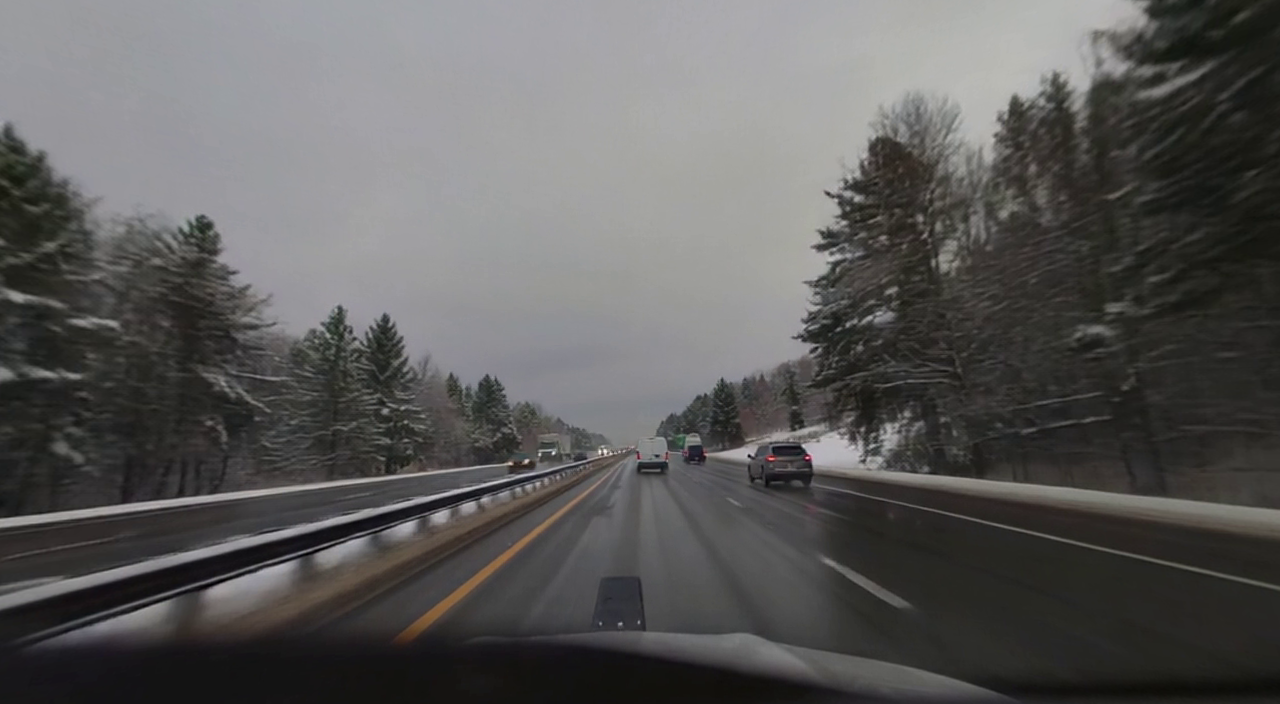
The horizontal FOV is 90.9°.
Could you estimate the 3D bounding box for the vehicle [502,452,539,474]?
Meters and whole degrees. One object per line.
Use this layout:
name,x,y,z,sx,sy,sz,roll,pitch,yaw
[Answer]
vehicle,-8.552,7.962,45.389,1.884,1.486,3.974,0,-9,1

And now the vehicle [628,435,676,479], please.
vehicle,0.528,5.031,30.400,2.143,1.925,4.101,0,-9,0

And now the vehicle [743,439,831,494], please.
vehicle,4.584,3.609,20.189,1.868,1.566,3.509,0,-9,-1
